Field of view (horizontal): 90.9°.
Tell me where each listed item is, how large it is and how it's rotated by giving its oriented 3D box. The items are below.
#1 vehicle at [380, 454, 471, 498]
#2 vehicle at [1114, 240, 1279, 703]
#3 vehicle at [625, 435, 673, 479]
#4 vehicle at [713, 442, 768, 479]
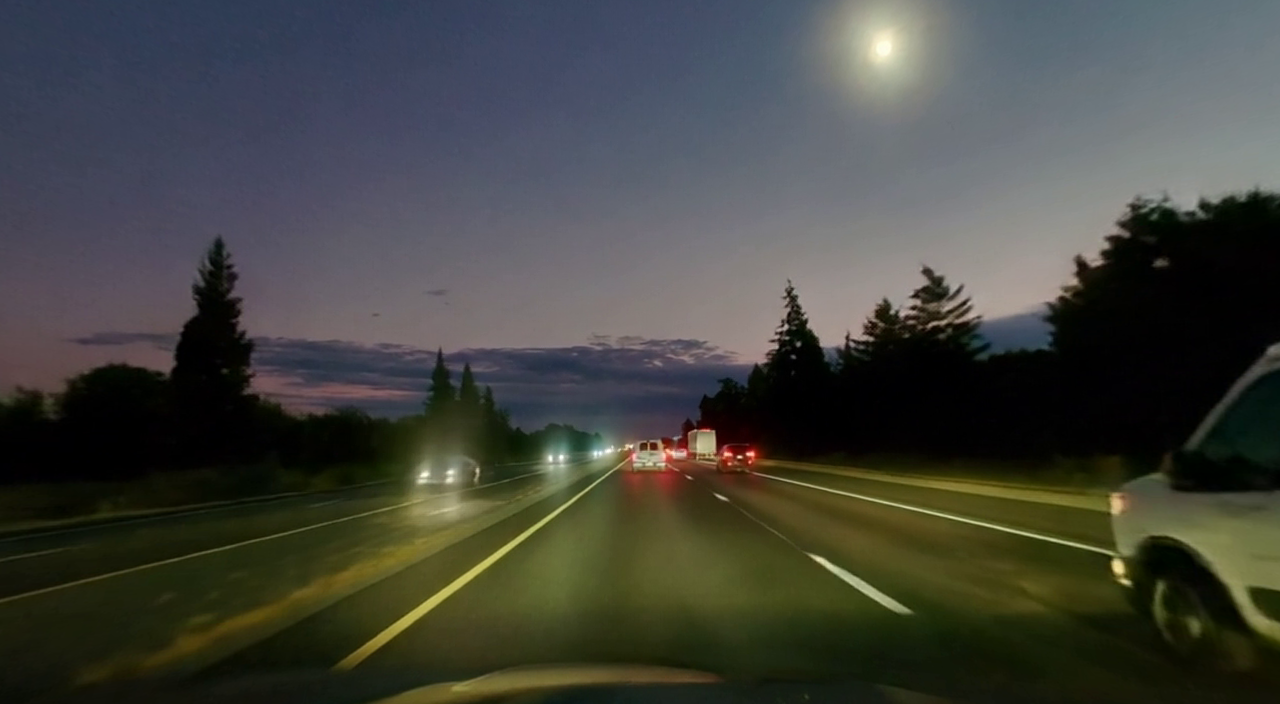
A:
[{"bbox_3d":[-8.632,4.998,25.876,2.008,1.540,4.953,0,-9,0],"label":"vehicle"},{"bbox_3d":[4.115,0.409,1.469,2.232,2.290,4.720,0,-9,0],"label":"vehicle"},{"bbox_3d":[0.404,5.017,30.224,2.143,1.925,4.101,0,-9,0],"label":"vehicle"},{"bbox_3d":[4.591,5.005,29.264,1.868,1.566,3.509,0,-9,-2],"label":"vehicle"}]
